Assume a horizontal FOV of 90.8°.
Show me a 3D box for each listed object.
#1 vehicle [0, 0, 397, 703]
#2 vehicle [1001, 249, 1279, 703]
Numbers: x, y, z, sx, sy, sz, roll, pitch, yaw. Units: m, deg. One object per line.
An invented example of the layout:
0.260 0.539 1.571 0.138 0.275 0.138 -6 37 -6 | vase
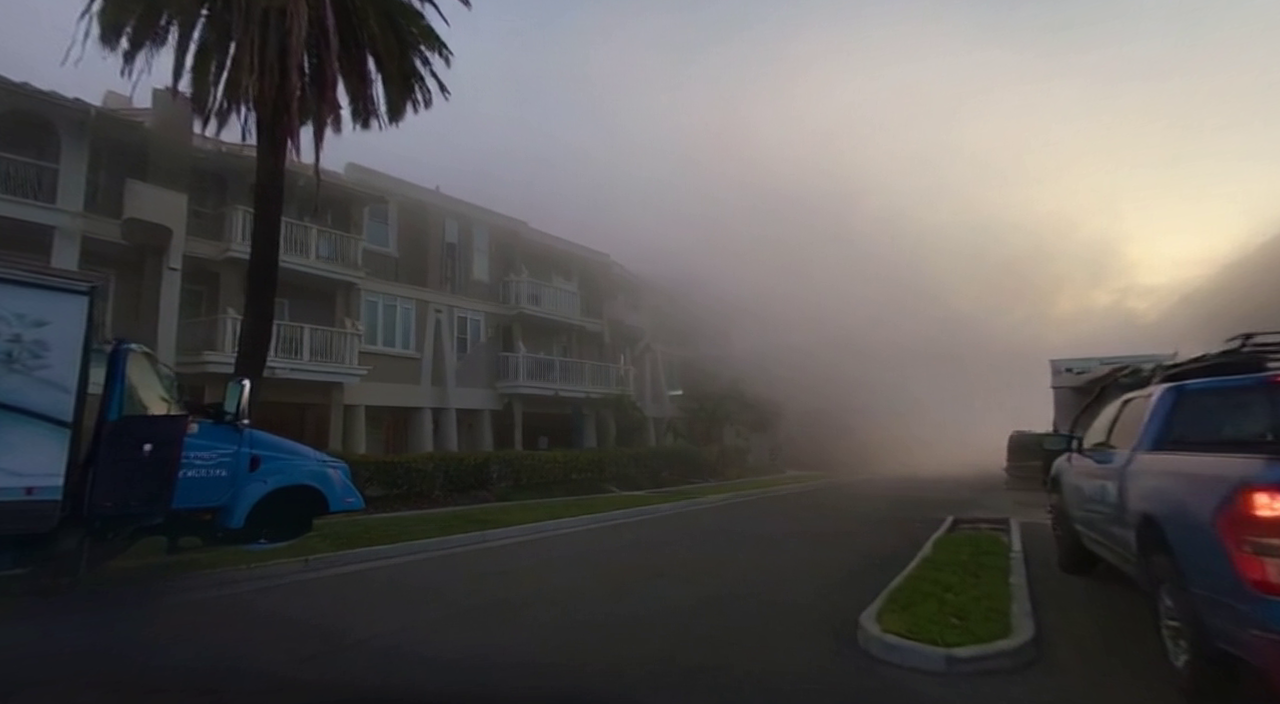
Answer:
-5.712 -0.449 0.543 2.998 3.659 10.517 -5 -10 30 | vehicle
4.374 0.967 4.660 2.418 2.078 5.866 -4 -9 25 | vehicle
